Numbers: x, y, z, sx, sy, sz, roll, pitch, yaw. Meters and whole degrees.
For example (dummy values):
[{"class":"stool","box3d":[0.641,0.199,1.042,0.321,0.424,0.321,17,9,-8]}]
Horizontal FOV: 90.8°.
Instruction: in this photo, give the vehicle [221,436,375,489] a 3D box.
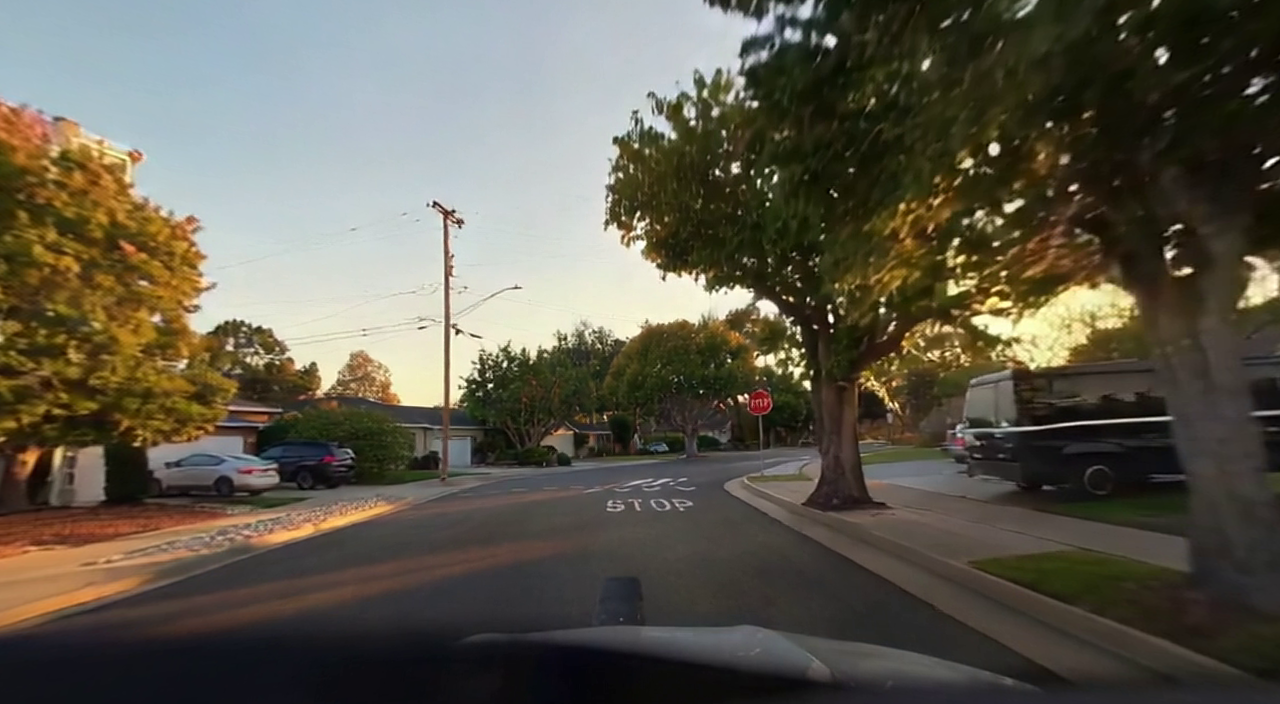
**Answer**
[{"class":"vehicle","box3d":[-12.508,4.062,23.378,4.484,1.852,2.009,0,-8,-1]}]

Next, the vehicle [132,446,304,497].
[{"class":"vehicle","box3d":[-13.330,3.768,20.146,4.103,1.498,1.909,0,-8,2]}]

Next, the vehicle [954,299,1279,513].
[{"class":"vehicle","box3d":[10.779,1.011,10.953,8.828,3.111,3.352,1,-8,0]}]
